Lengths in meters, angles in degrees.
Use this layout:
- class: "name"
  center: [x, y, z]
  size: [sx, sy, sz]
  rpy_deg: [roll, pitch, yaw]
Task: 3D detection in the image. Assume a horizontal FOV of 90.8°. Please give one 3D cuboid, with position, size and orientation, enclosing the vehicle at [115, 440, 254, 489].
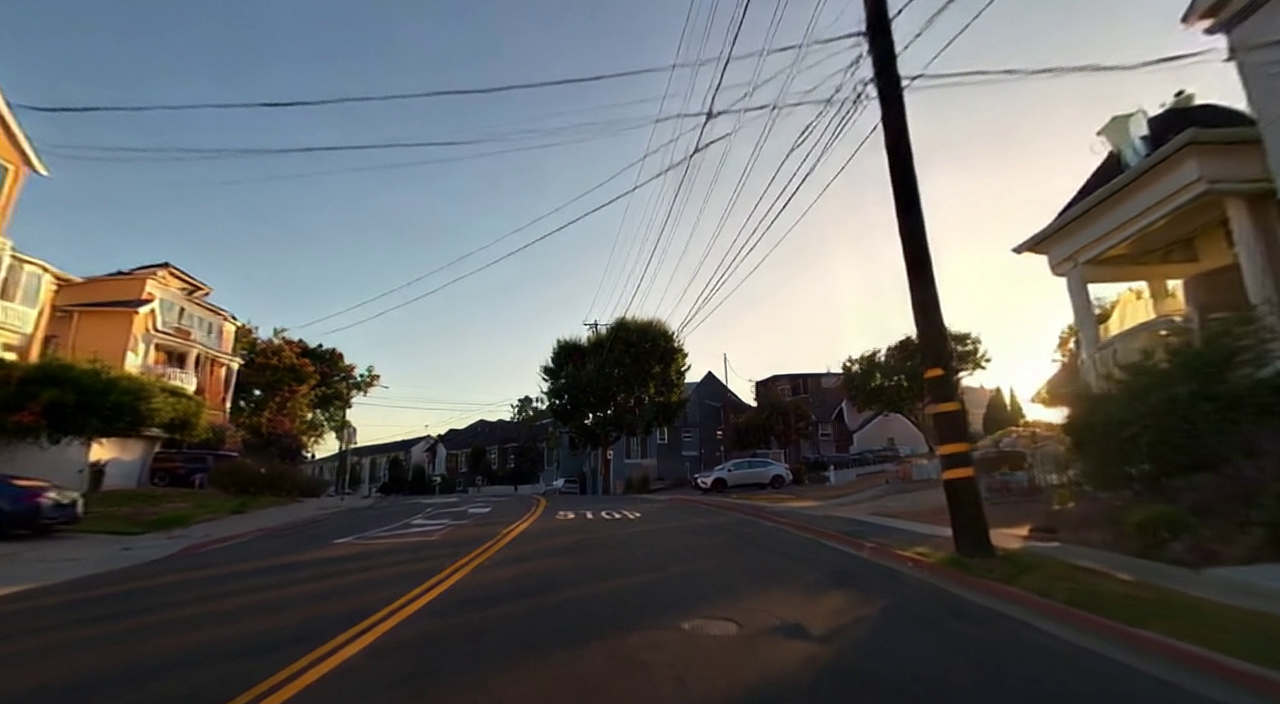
- class: "vehicle"
  center: [-21.144, 5.331, 29.697]
  size: [4.942, 1.912, 2.121]
  rpy_deg: [6, -19, -29]

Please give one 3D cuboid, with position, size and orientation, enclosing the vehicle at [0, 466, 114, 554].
- class: "vehicle"
  center: [-13.400, 3.069, 12.524]
  size: [4.146, 1.535, 1.862]
  rpy_deg: [0, -9, -3]

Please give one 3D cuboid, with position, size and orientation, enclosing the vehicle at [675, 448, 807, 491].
- class: "vehicle"
  center: [4.656, 5.458, 29.422]
  size: [5.578, 1.842, 2.300]
  rpy_deg: [3, -10, -12]
